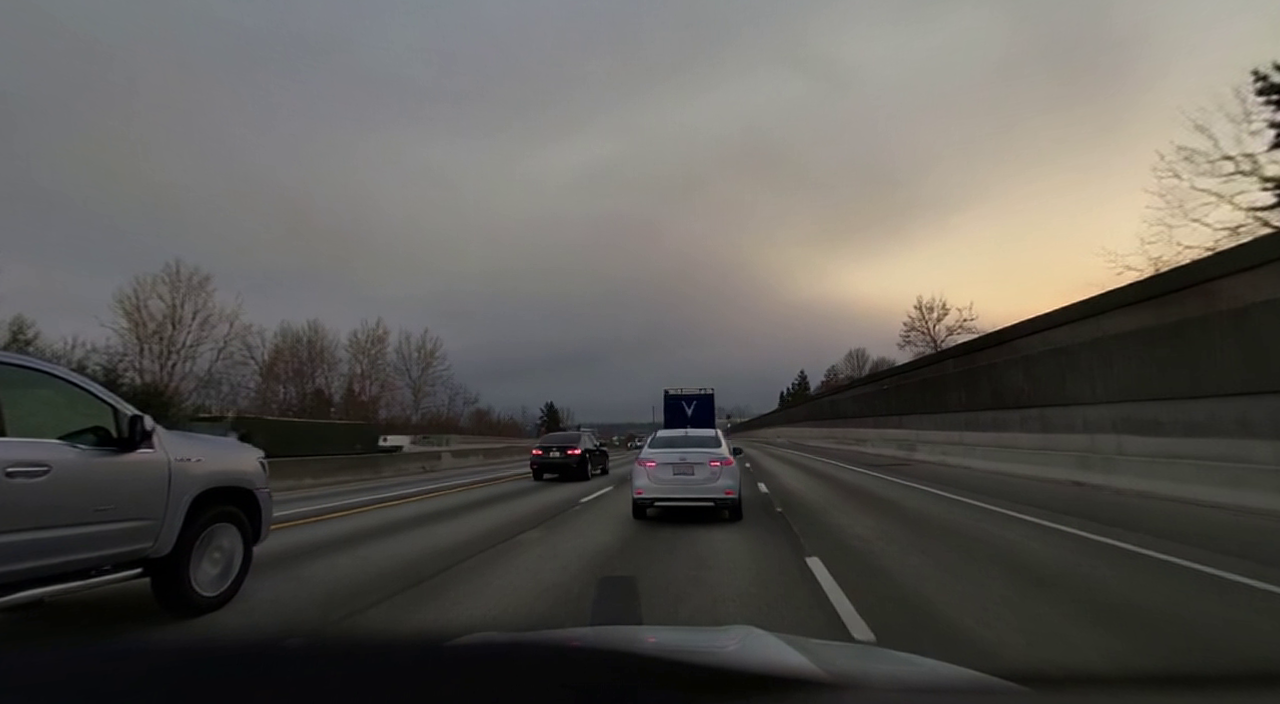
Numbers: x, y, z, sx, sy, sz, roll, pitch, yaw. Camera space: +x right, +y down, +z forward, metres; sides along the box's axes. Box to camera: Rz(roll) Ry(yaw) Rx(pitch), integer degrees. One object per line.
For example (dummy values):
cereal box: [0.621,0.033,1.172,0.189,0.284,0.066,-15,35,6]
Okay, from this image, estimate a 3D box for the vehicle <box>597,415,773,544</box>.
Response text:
vehicle: [0.845,1.783,9.580,2.089,1.485,4.153,-1,-8,9]

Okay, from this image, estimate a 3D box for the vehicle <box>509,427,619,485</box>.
vehicle: [-2.044,2.965,18.347,2.087,1.457,4.313,-1,-8,9]

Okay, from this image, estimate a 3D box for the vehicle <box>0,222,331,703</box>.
vehicle: [-4.462,0.548,3.080,2.386,2.435,5.831,-1,-8,7]
